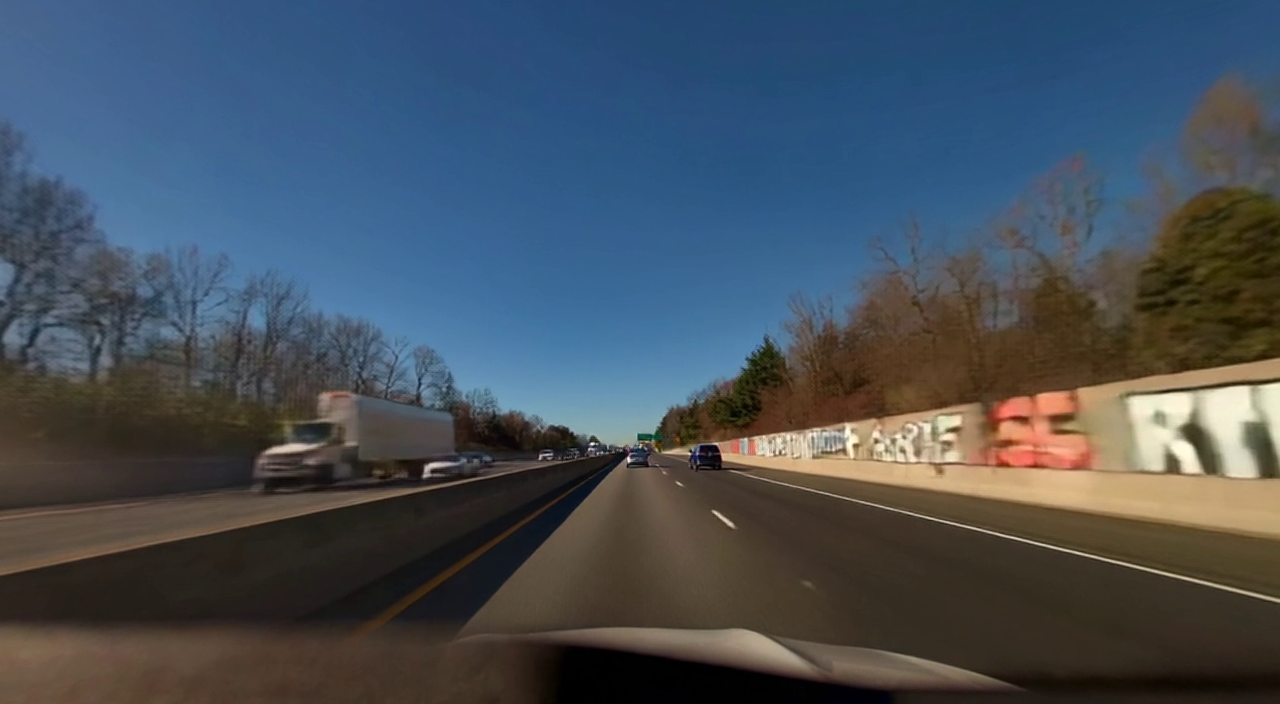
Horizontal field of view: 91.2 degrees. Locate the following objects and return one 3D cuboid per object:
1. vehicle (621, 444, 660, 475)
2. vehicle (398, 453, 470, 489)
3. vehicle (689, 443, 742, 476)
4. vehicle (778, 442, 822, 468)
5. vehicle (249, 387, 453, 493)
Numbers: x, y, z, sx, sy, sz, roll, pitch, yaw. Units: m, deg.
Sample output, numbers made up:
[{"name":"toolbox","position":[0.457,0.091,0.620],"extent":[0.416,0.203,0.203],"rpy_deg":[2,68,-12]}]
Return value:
[{"name":"vehicle","position":[-0.001,6.210,36.378],"extent":[2.095,1.671,4.219],"rpy_deg":[0,-9,-1]},{"name":"vehicle","position":[-9.431,5.460,29.036],"extent":[1.889,1.495,4.400],"rpy_deg":[0,-9,-1]},{"name":"vehicle","position":[3.986,5.794,33.879],"extent":[2.303,1.614,4.154],"rpy_deg":[-1,-9,0]},{"name":"vehicle","position":[10.251,6.626,40.400],"extent":[1.797,1.588,3.848],"rpy_deg":[-1,-9,1]},{"name":"vehicle","position":[-13.273,4.520,31.583],"extent":[3.029,3.989,15.326],"rpy_deg":[0,-9,0]}]
